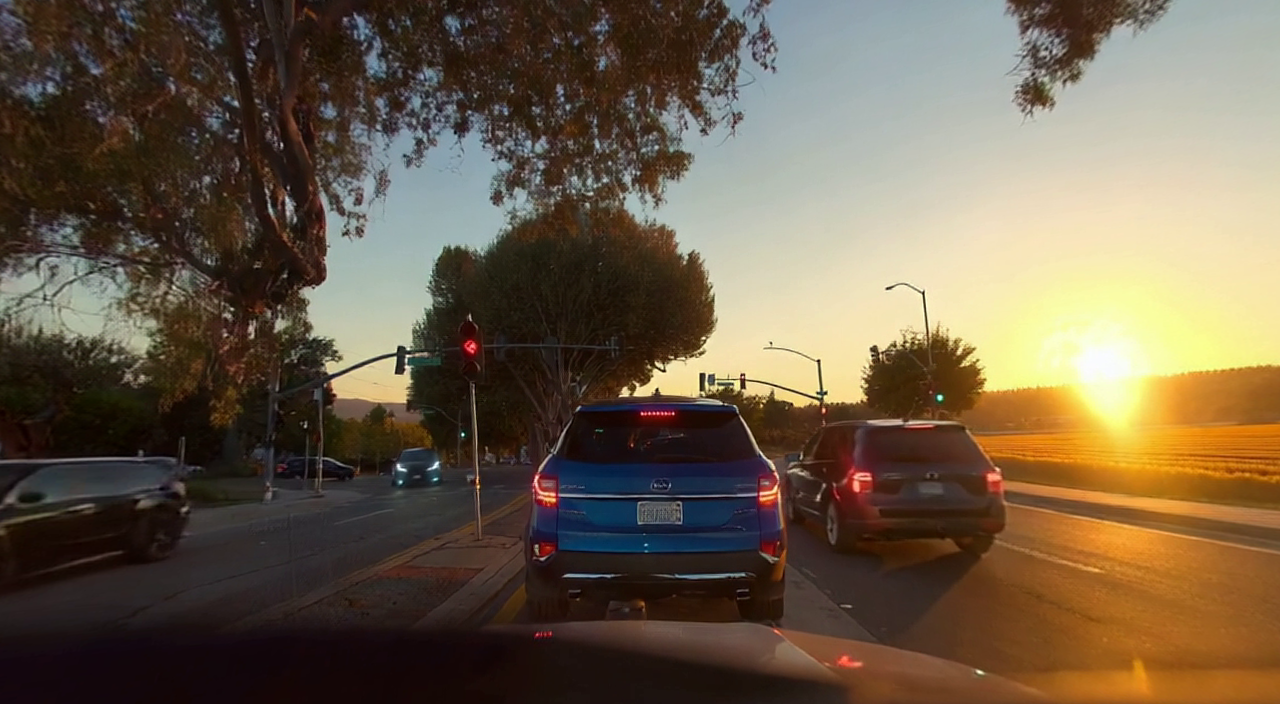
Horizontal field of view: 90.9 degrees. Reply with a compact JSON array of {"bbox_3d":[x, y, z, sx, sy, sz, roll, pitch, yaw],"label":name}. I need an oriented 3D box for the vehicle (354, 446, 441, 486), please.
[{"bbox_3d":[-11.310,5.237,29.280,2.026,1.680,4.608,8,-12,-44],"label":"vehicle"}]

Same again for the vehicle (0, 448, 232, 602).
[{"bbox_3d":[-7.943,2.087,8.251,2.192,1.606,4.510,0,-8,0],"label":"vehicle"}]

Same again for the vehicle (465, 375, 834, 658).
[{"bbox_3d":[0.051,1.331,6.106,2.298,1.770,4.138,0,-8,0],"label":"vehicle"}]

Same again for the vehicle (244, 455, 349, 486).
[{"bbox_3d":[-18.049,6.176,33.164,4.559,1.458,2.265,-3,-9,19],"label":"vehicle"}]

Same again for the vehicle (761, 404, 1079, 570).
[{"bbox_3d":[3.324,1.720,8.811,2.340,1.693,4.516,0,-8,0],"label":"vehicle"}]
